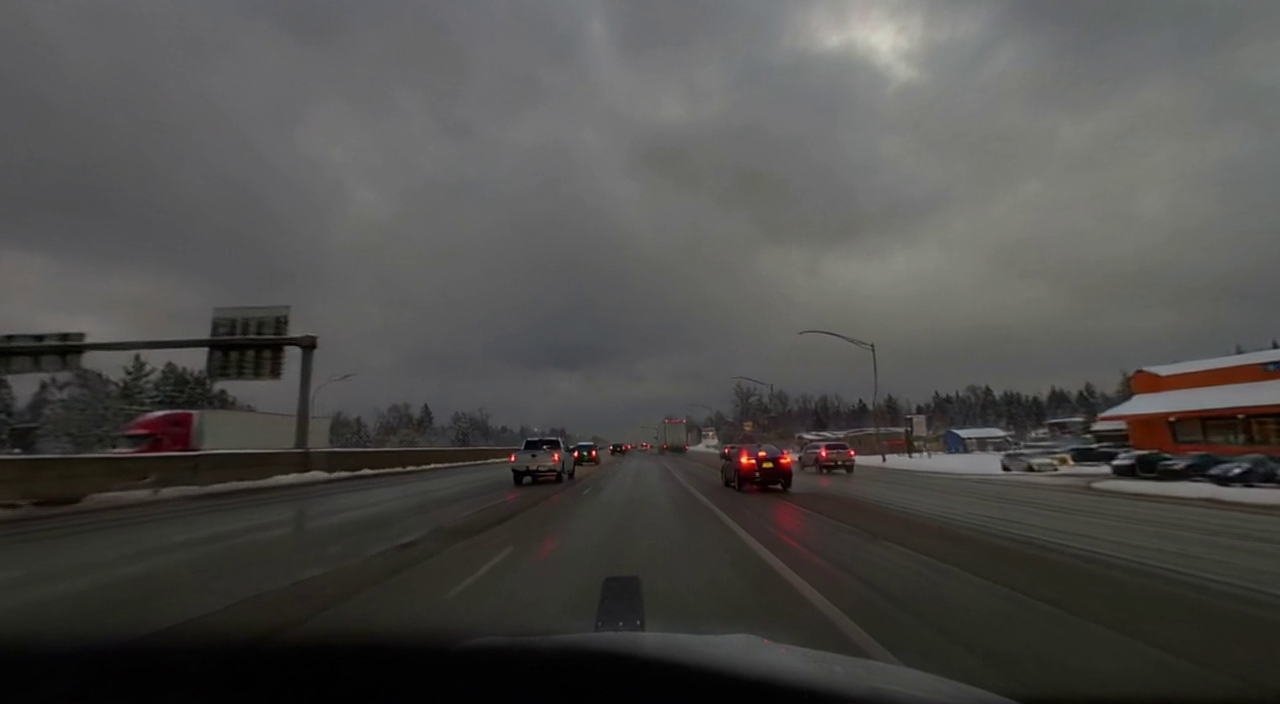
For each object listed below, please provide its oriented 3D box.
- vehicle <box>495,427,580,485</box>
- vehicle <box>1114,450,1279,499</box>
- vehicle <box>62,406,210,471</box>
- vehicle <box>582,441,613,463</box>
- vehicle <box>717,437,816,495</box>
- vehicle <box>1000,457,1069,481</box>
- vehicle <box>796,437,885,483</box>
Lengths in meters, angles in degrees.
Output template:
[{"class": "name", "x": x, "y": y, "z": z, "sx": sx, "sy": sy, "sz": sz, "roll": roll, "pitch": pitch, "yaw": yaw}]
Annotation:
[{"class": "vehicle", "x": -3.490, "y": 3.664, "z": 22.372, "sx": 2.130, "sy": 1.799, "sz": 4.583, "roll": 0, "pitch": -9, "yaw": 1}, {"class": "vehicle", "x": 27.906, "y": 6.130, "z": 31.762, "sx": 5.755, "sy": 2.190, "sz": 2.484, "roll": -2, "pitch": -9, "yaw": 2}, {"class": "vehicle", "x": -31.843, "y": 5.574, "z": 40.297, "sx": 3.047, "sy": 3.762, "sz": 7.103, "roll": 0, "pitch": -9, "yaw": 4}, {"class": "vehicle", "x": -3.046, "y": 7.334, "z": 46.260, "sx": 1.929, "sy": 1.521, "sz": 4.097, "roll": 0, "pitch": -9, "yaw": 1}, {"class": "vehicle", "x": 3.580, "y": 3.328, "z": 18.742, "sx": 1.980, "sy": 1.501, "sz": 4.433, "roll": 0, "pitch": -9, "yaw": -1}, {"class": "vehicle", "x": 29.397, "y": 8.716, "z": 46.971, "sx": 3.800, "sy": 1.507, "sz": 1.789, "roll": -3, "pitch": -9, "yaw": 3}, {"class": "vehicle", "x": 7.561, "y": 4.114, "z": 24.238, "sx": 2.075, "sy": 1.587, "sz": 3.947, "roll": 0, "pitch": -9, "yaw": -1}]
